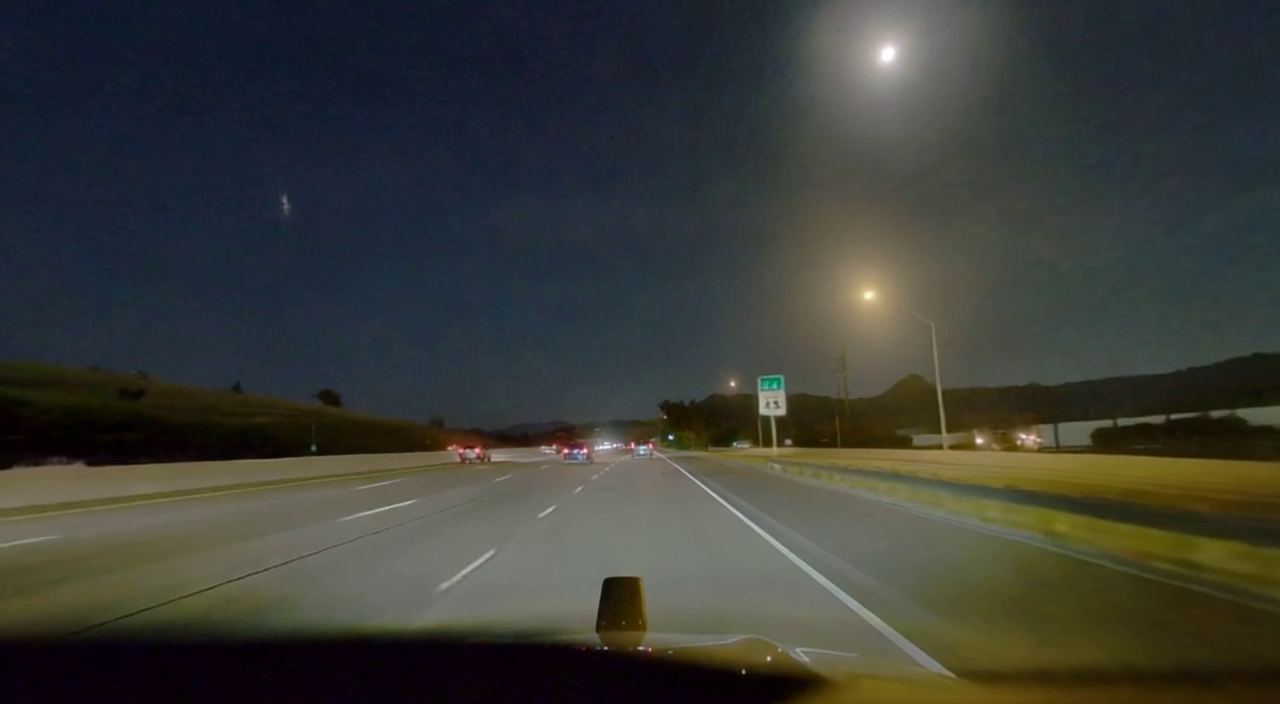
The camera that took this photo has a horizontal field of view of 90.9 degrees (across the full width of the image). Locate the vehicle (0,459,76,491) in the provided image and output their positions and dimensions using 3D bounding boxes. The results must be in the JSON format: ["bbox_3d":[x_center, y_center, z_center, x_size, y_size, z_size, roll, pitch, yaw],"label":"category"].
[{"bbox_3d":[-31.938,6.285,32.356,1.874,1.440,4.364,0,-8,0],"label":"vehicle"}]

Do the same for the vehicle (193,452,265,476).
[{"bbox_3d":[-27.544,7.501,42.453,1.791,1.439,4.406,-1,-8,1],"label":"vehicle"}]

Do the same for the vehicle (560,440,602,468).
[{"bbox_3d":[-3.316,5.844,36.403,1.967,1.517,4.808,0,-8,0],"label":"vehicle"}]

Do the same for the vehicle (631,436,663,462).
[{"bbox_3d":[0.448,6.921,45.221,2.194,1.737,4.127,0,-8,-1],"label":"vehicle"}]
